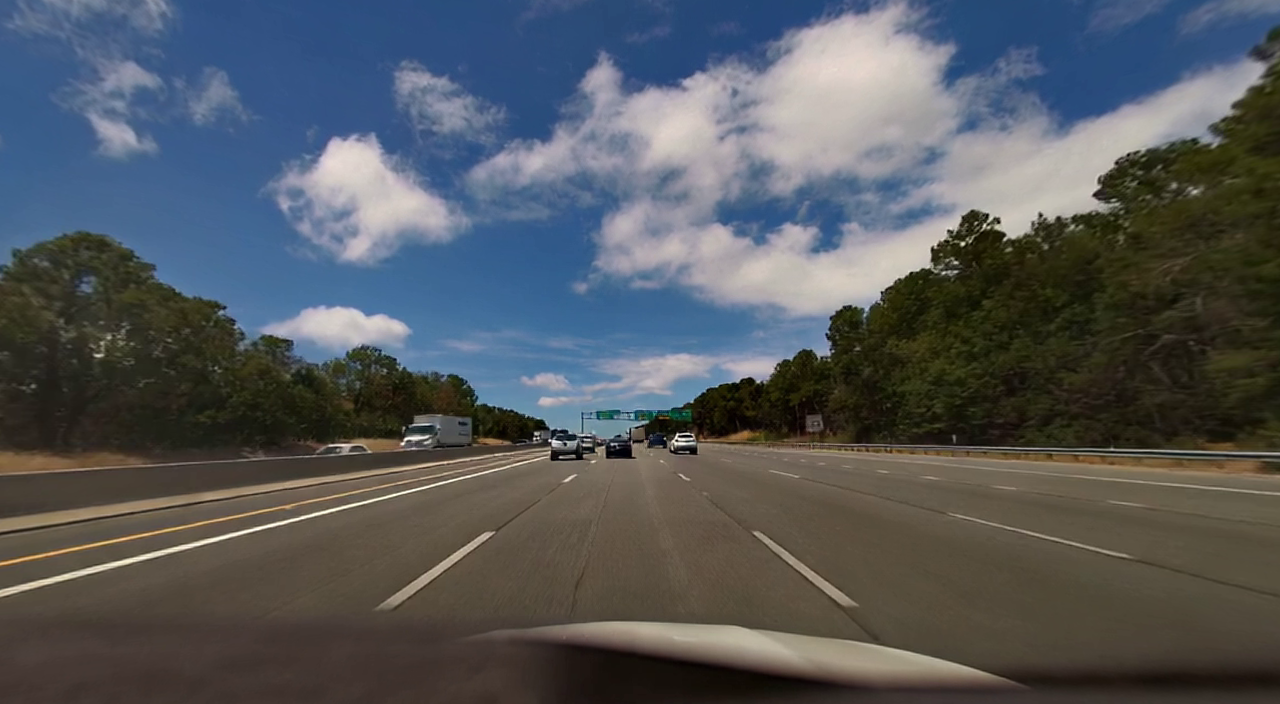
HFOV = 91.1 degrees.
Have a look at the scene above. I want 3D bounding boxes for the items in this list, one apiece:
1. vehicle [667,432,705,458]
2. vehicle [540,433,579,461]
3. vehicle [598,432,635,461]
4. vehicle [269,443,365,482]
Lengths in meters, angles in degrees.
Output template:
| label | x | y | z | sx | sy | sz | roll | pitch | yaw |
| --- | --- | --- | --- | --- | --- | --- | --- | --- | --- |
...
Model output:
| label | x | y | z | sx | sy | sz | roll | pitch | yaw |
| --- | --- | --- | --- | --- | --- | --- | --- | --- | --- |
| vehicle | 3.043 | 6.220 | 42.316 | 2.066 | 1.673 | 4.225 | 0 | -8 | -2 |
| vehicle | -5.073 | 6.039 | 40.252 | 2.046 | 1.658 | 4.008 | 0 | -8 | -1 |
| vehicle | -1.397 | 5.708 | 38.235 | 2.119 | 1.629 | 3.946 | 0 | -8 | -1 |
| vehicle | -13.722 | 4.667 | 27.009 | 1.858 | 1.485 | 4.334 | 0 | -8 | 0 |
